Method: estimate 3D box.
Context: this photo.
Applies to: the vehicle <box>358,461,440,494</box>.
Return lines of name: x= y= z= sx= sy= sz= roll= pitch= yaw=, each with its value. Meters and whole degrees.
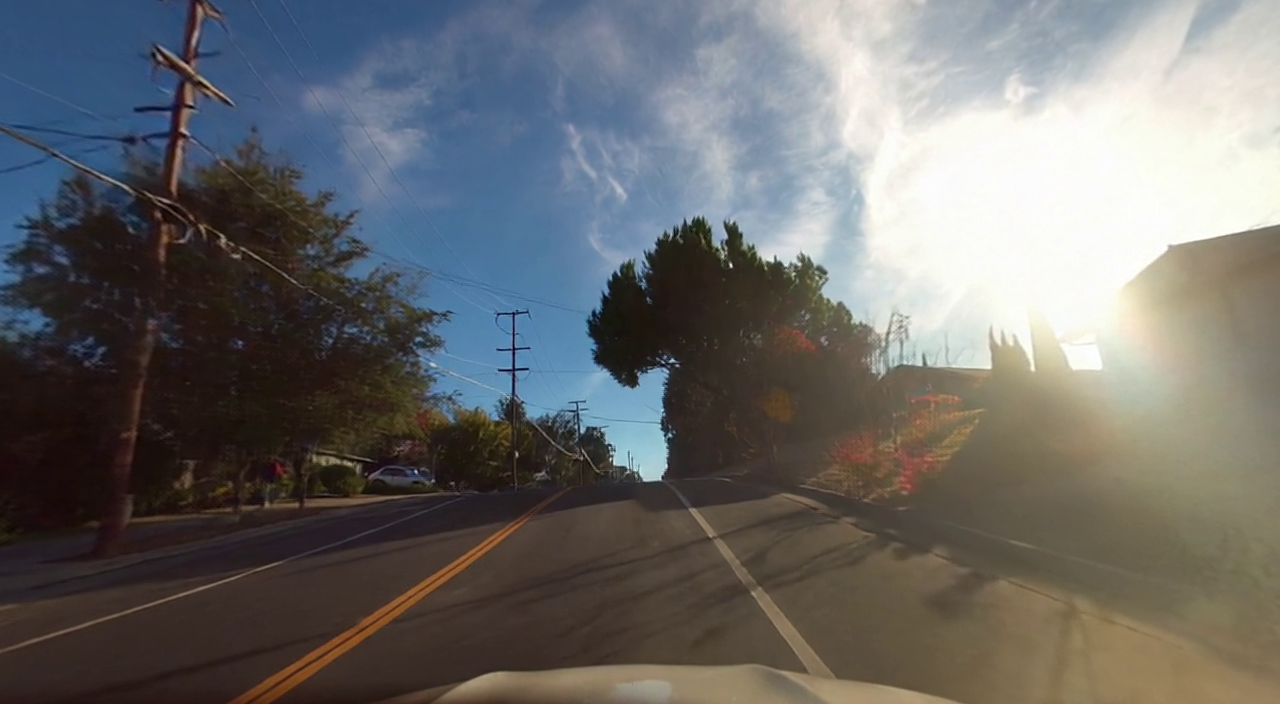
vehicle: x=-16.627 y=8.718 z=43.992 sx=2.301 sy=2.081 sz=6.706 roll=-3 pitch=-11 yaw=8
